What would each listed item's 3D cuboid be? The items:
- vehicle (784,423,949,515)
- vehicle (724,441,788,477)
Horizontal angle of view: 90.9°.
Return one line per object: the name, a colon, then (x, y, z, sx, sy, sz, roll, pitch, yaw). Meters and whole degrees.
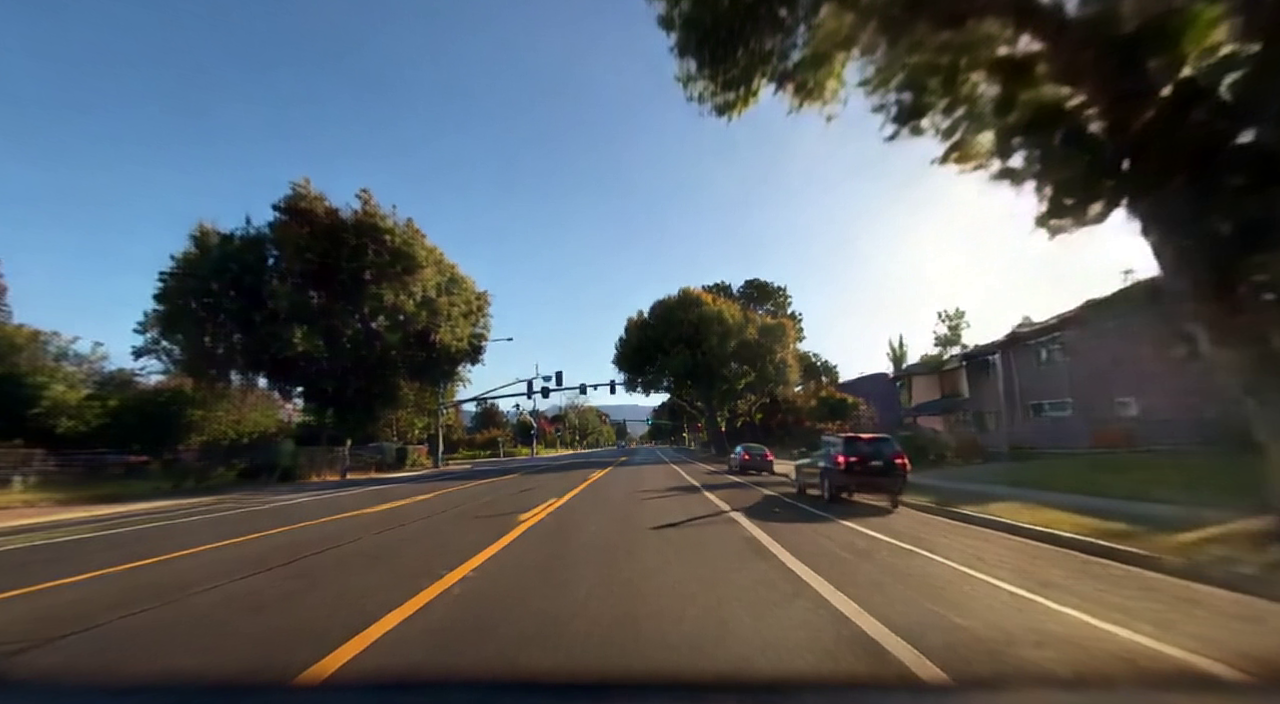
vehicle: (4.915, 2.605, 14.526, 2.069, 1.743, 4.595, 0, -8, 0)
vehicle: (5.131, 4.815, 28.633, 1.995, 1.472, 4.884, 0, -8, 0)
